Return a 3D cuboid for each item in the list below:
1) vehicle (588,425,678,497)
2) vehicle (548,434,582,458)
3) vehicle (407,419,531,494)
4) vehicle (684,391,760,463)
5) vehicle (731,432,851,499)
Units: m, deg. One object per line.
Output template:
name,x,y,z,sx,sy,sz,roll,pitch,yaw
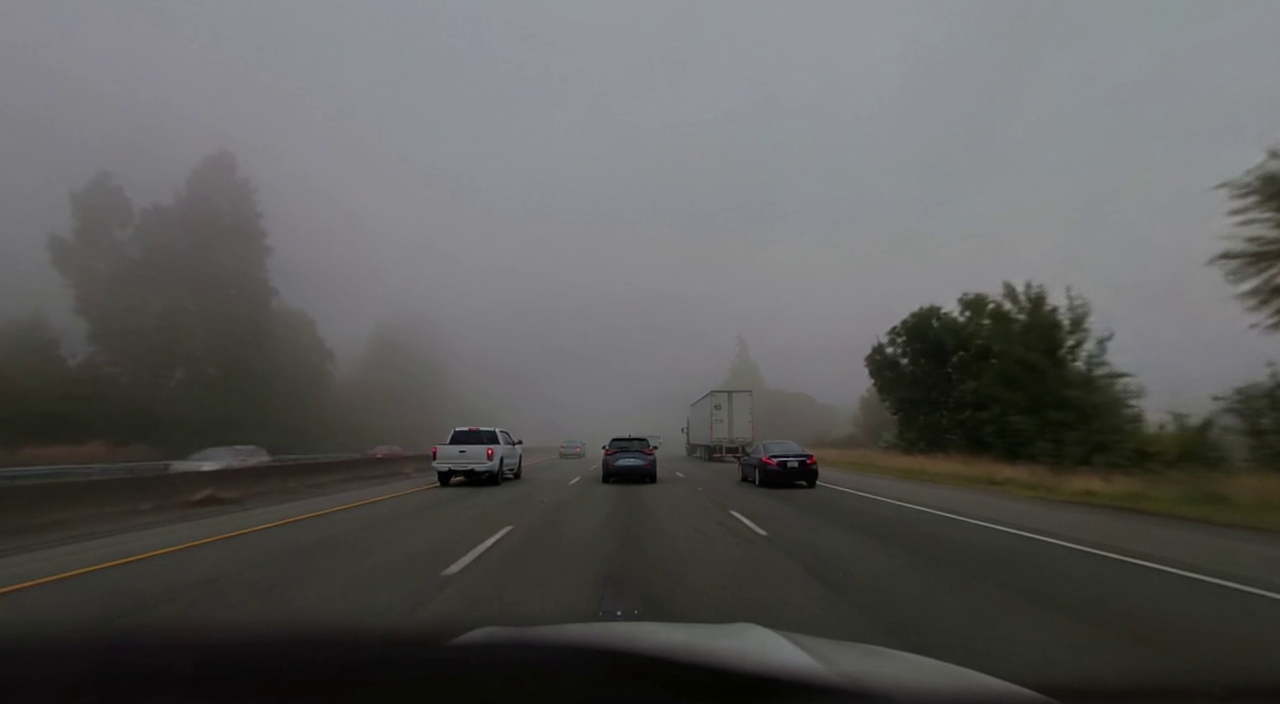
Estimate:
vehicle,-0.198,2.781,16.534,2.083,1.647,3.799,0,-8,-1
vehicle,-5.420,6.885,46.138,1.971,1.648,3.983,0,-8,0
vehicle,-4.533,2.840,17.590,2.101,1.767,4.702,0,-8,0
vehicle,5.202,5.236,43.178,2.888,4.135,14.071,0,-8,-2
vehicle,3.670,2.807,16.109,1.951,1.477,3.963,0,-8,-2
